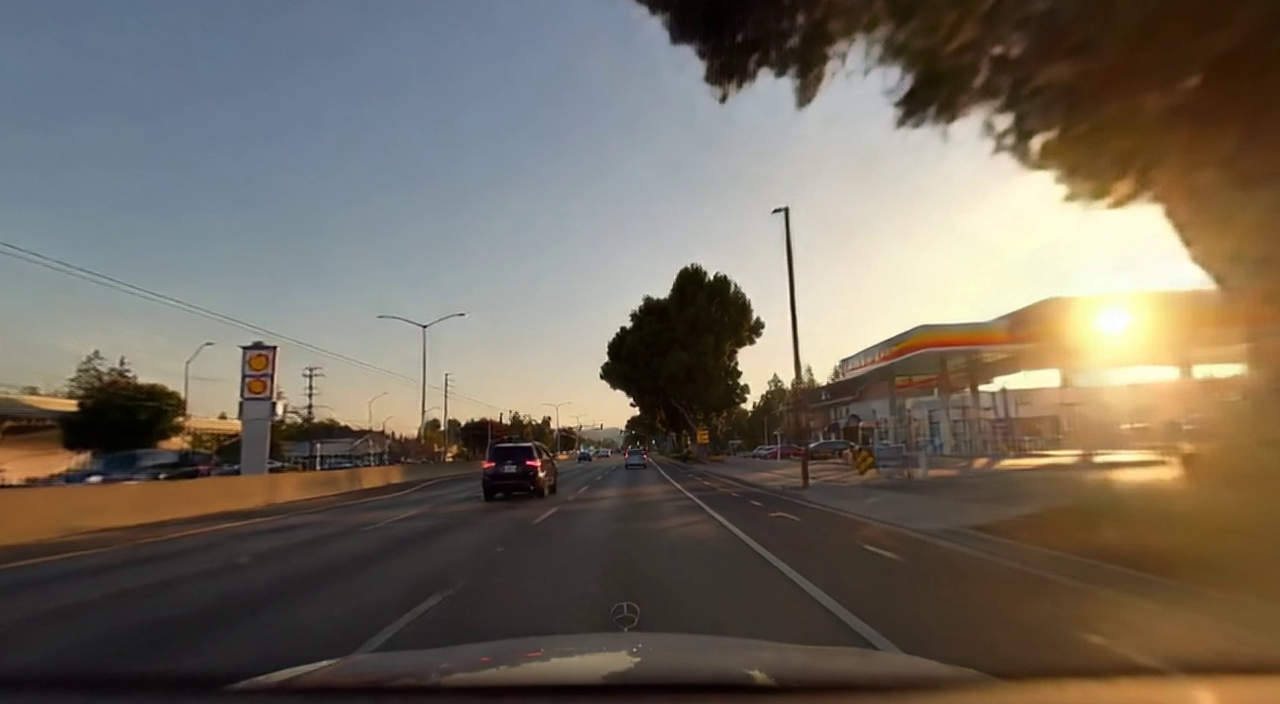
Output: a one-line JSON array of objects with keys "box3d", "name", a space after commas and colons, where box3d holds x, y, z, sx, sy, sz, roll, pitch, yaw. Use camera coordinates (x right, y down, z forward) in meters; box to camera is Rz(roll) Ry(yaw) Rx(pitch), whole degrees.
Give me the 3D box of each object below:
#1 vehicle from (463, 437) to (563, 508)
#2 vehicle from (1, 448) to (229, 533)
[{"box3d": [-3.548, 3.461, 18.580, 1.985, 1.772, 4.479, -1, -9, 0], "name": "vehicle"}, {"box3d": [-11.780, 3.079, 14.654, 1.893, 1.622, 4.161, 0, -9, -4], "name": "vehicle"}]
